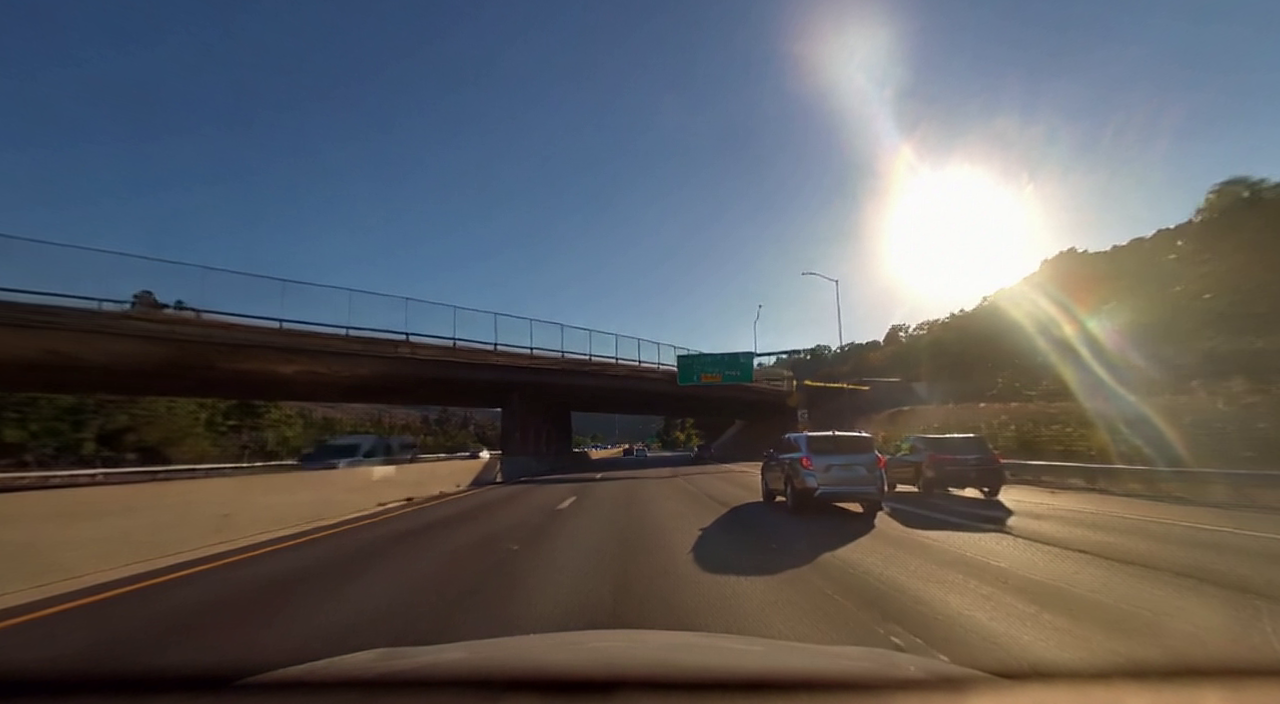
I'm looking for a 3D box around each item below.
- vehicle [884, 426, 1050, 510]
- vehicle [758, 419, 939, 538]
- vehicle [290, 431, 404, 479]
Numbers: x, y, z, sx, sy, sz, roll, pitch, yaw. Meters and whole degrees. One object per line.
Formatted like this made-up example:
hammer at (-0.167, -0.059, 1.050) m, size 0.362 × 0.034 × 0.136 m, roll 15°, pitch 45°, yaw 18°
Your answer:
vehicle at (7.853, 2.817, 15.534) m, size 1.898 × 1.798 × 3.805 m, roll 0°, pitch -9°, yaw -2°
vehicle at (3.492, 2.201, 11.427) m, size 1.784 × 1.733 × 4.141 m, roll 0°, pitch -9°, yaw -1°
vehicle at (-10.763, 3.845, 23.488) m, size 2.089 × 1.602 × 4.561 m, roll 0°, pitch -9°, yaw 0°
